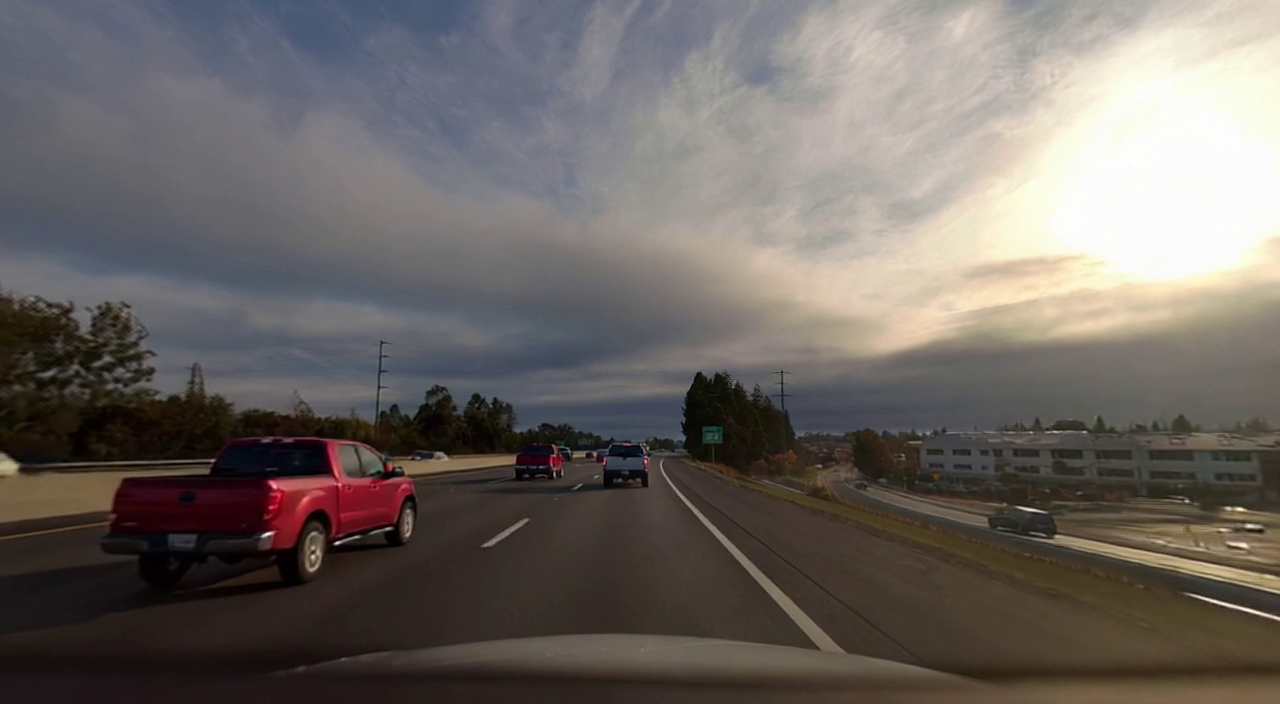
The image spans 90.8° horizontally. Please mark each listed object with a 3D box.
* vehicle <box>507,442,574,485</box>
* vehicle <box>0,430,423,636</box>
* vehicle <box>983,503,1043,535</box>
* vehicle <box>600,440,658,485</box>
[{"bbox_3d":[-4.280,4.867,27.982,2.038,1.704,5.181,0,-8,1],"label":"vehicle"},{"bbox_3d":[-4.111,1.639,6.836,1.936,1.470,4.402,0,-8,0],"label":"vehicle"},{"bbox_3d":[26.527,11.864,45.082,1.956,1.594,4.425,-1,-8,6],"label":"vehicle"},{"bbox_3d":[-0.378,4.660,26.965,2.293,1.753,4.380,0,-9,1],"label":"vehicle"}]
